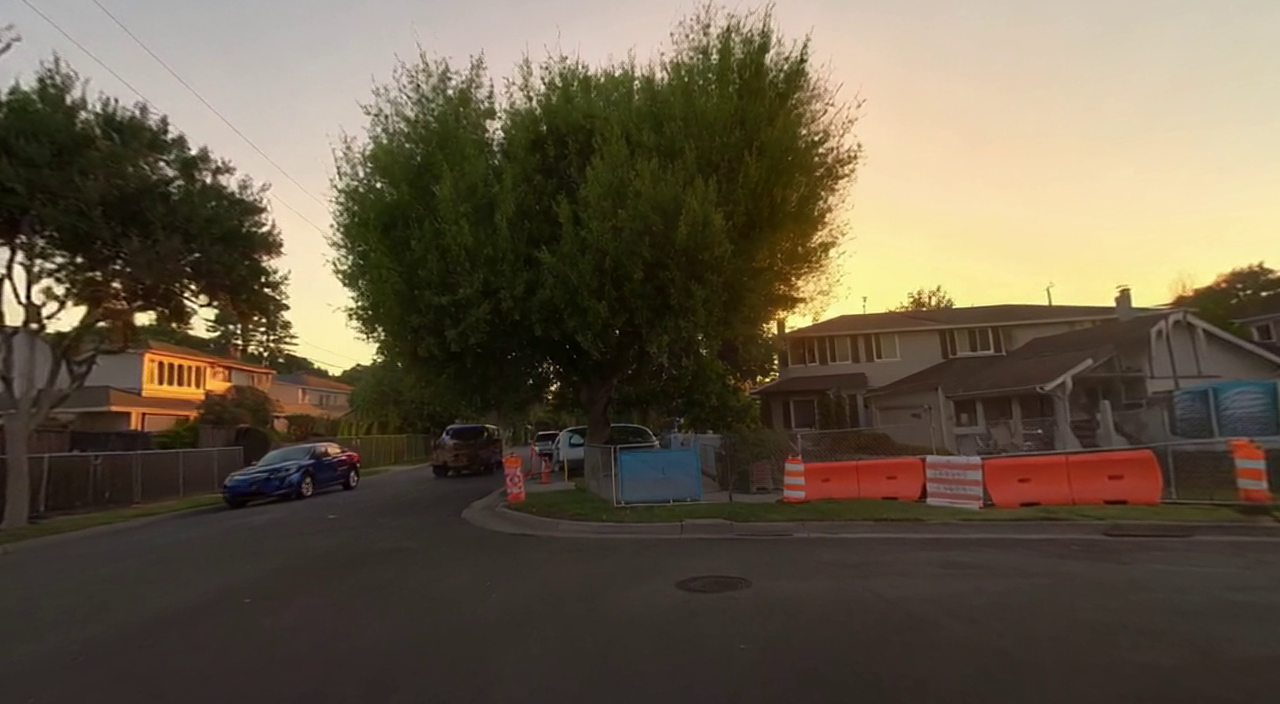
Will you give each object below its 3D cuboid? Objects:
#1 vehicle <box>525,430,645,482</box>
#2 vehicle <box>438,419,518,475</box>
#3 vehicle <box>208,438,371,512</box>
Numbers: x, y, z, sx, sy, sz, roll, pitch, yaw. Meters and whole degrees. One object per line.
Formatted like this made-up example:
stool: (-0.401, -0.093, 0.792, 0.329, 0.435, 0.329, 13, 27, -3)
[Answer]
vehicle: (-1.625, 3.223, 19.955, 1.827, 1.436, 4.070, -4, -9, 28)
vehicle: (-6.274, 3.716, 24.971, 2.219, 1.984, 4.712, 0, -8, -4)
vehicle: (-8.341, 2.893, 15.482, 1.899, 1.524, 4.082, 0, -8, -5)
